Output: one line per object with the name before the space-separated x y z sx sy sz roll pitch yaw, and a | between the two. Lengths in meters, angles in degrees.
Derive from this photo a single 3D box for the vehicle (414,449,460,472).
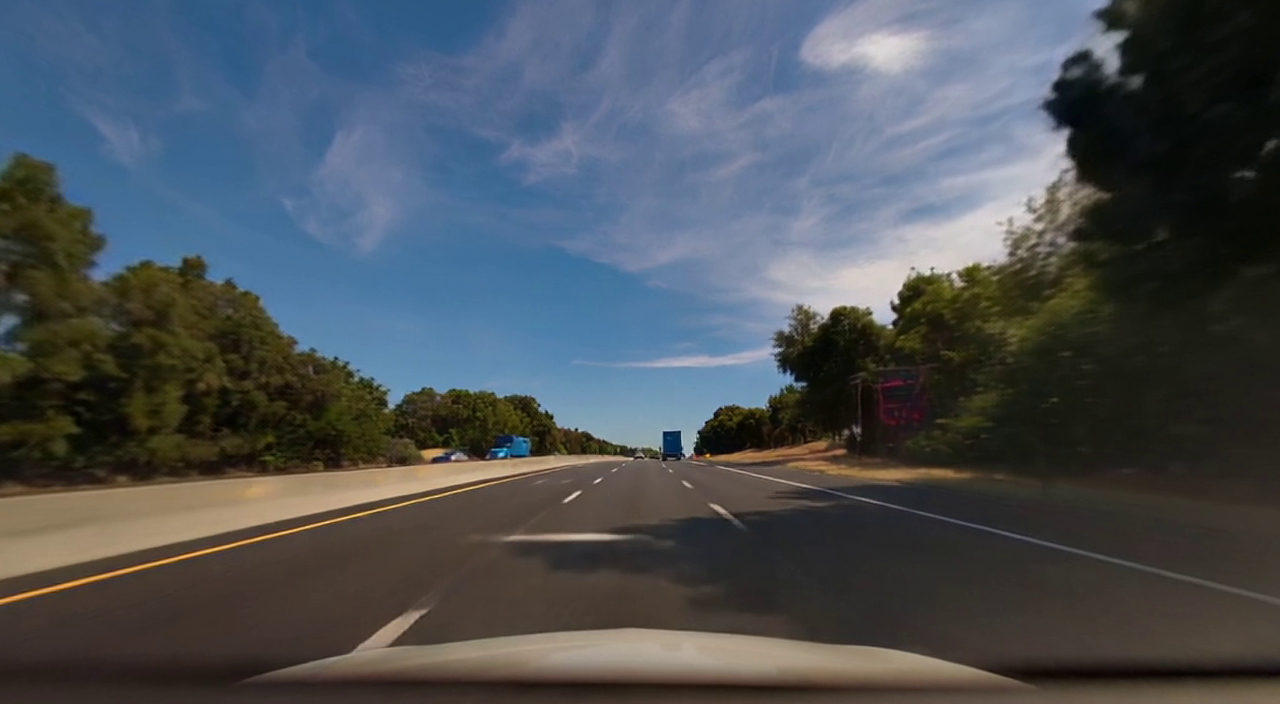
vehicle | -15.700 8.414 48.958 1.946 1.683 4.594 -1 -9 1

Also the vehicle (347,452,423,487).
vehicle | -11.629 5.369 29.020 1.822 1.441 4.016 0 -9 0
